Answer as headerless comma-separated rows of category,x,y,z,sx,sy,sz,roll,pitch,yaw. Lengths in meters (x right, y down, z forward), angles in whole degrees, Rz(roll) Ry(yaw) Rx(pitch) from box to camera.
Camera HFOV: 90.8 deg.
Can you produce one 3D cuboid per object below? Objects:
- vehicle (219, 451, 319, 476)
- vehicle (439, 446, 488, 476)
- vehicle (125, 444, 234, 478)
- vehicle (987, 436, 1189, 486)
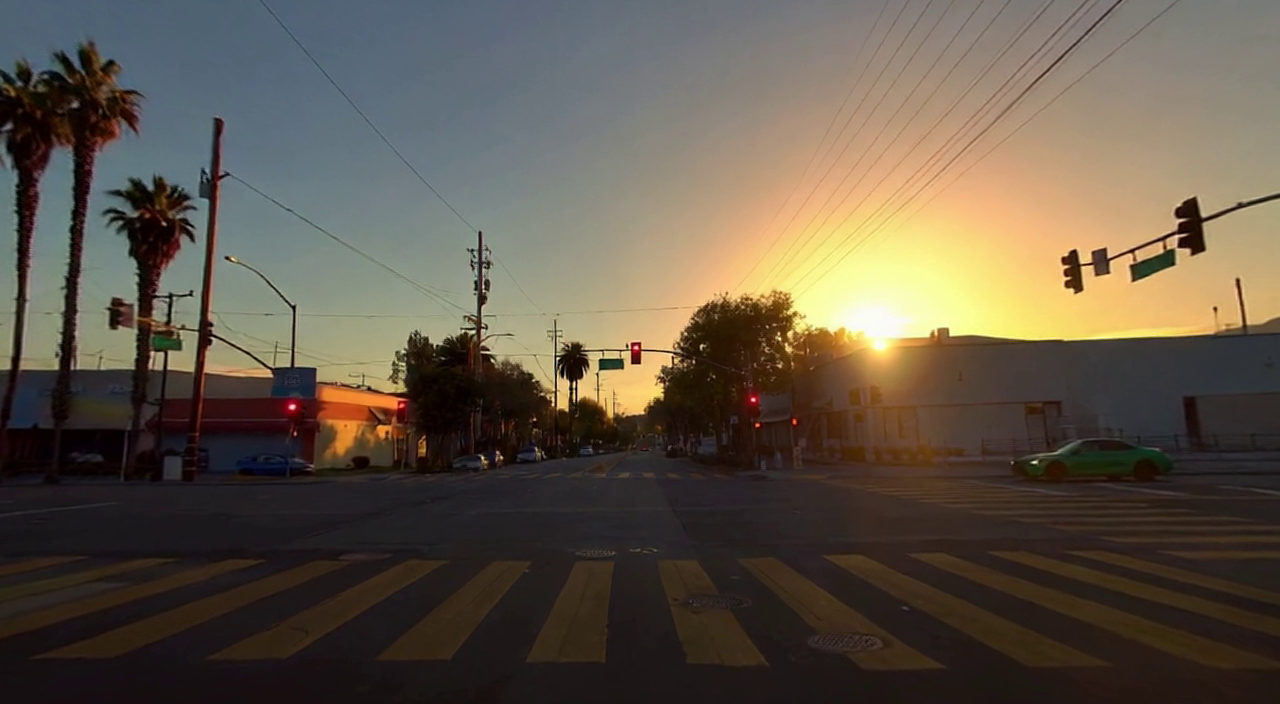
vehicle,-22.297,6.699,38.063,4.849,1.444,1.881,0,-9,1
vehicle,-11.948,7.380,42.968,2.016,1.717,4.287,0,-6,1
vehicle,-25.920,6.142,35.675,4.613,1.820,2.021,-1,-9,4
vehicle,14.284,3.491,20.431,4.918,1.479,1.897,-1,-9,7
